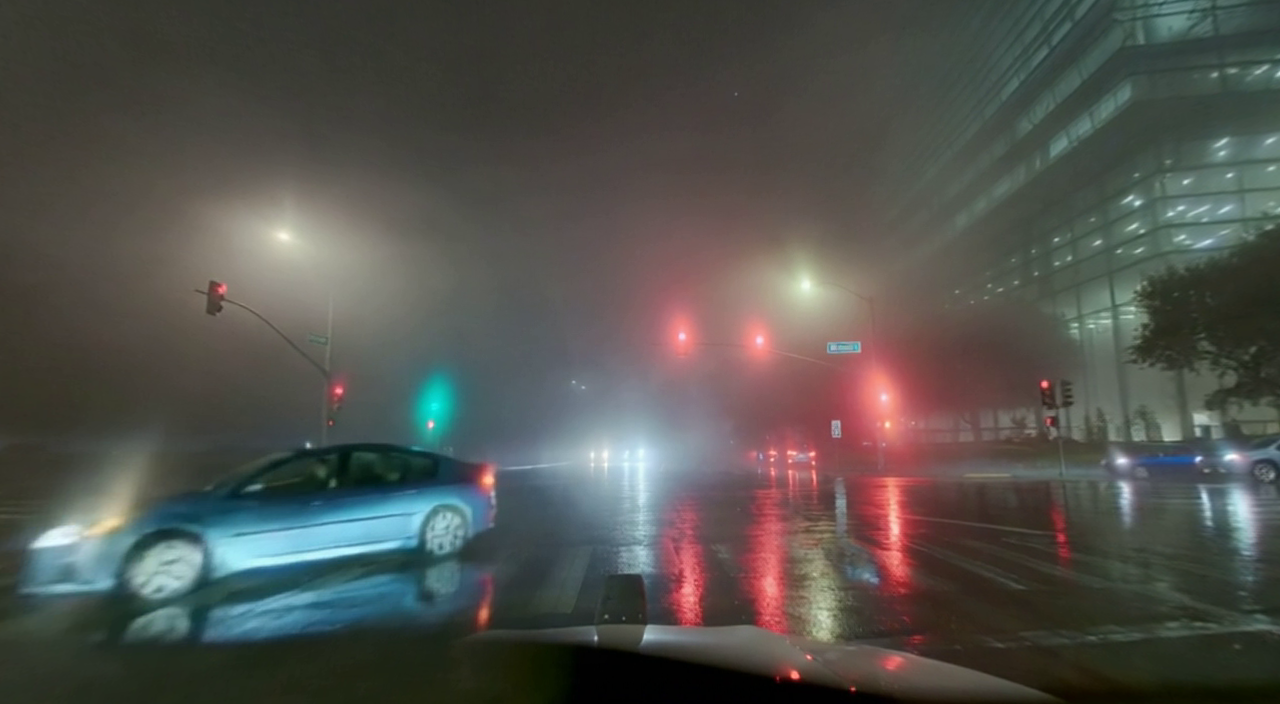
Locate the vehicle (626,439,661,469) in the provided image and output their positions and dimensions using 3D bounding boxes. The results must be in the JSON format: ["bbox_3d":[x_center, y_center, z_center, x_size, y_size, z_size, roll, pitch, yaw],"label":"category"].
[{"bbox_3d":[0.222,6.220,38.316,2.018,1.699,4.751,0,-9,1],"label":"vehicle"}]

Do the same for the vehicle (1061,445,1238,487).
[{"bbox_3d":[19.354,4.327,24.046,4.896,1.503,1.971,-1,-9,3],"label":"vehicle"}]

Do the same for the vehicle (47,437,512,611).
[{"bbox_3d":[-3.992,1.888,8.076,1.924,1.491,4.802,-5,-10,28],"label":"vehicle"}]

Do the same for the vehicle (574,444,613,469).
[{"bbox_3d":[-2.950,6.795,40.984,2.068,1.486,4.664,0,-9,1],"label":"vehicle"}]

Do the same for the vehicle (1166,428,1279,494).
[{"bbox_3d":[20.764,3.420,19.947,5.832,1.949,2.444,0,-9,0],"label":"vehicle"}]
